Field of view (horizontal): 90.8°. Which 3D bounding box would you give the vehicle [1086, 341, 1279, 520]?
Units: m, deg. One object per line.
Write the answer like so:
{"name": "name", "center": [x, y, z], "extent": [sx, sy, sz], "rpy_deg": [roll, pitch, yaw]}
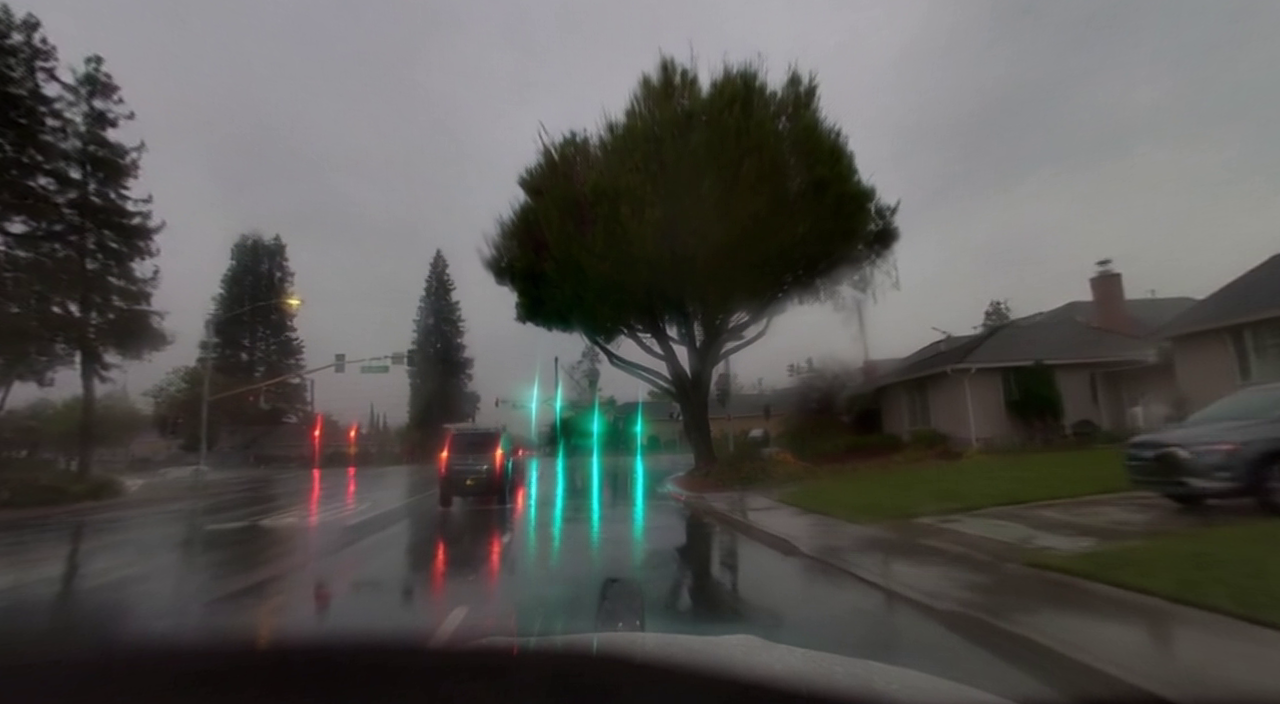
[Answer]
{"name": "vehicle", "center": [7.929, 0.885, 6.939], "extent": [4.663, 1.618, 1.962], "rpy_deg": [1, -9, -6]}

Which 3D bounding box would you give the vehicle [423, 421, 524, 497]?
{"name": "vehicle", "center": [-4.510, 3.000, 17.880], "extent": [2.041, 1.834, 4.679], "rpy_deg": [1, -9, -6]}
